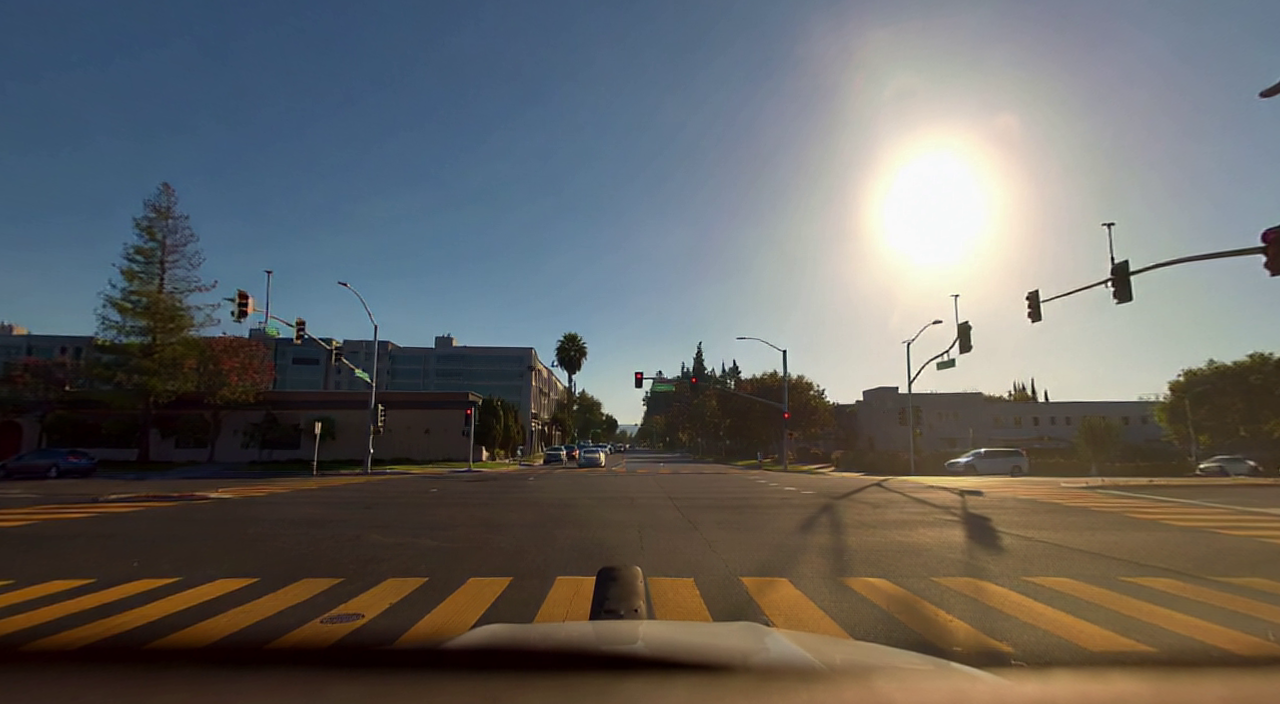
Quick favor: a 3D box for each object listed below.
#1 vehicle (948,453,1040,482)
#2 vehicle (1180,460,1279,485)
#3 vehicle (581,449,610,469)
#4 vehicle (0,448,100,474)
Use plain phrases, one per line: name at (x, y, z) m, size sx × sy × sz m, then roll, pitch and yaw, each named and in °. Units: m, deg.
vehicle at (21.088, 6.874, 37.580) m, size 4.447 × 1.623 × 1.801 m, roll 0°, pitch -9°, yaw -3°
vehicle at (36.213, 7.312, 38.297) m, size 4.976 × 1.428 × 1.929 m, roll 0°, pitch -8°, yaw -2°
vehicle at (-3.463, 8.372, 49.301) m, size 1.908 × 1.441 × 4.142 m, roll 0°, pitch -8°, yaw 1°
vehicle at (-35.151, 6.417, 37.171) m, size 4.741 × 1.447 × 1.807 m, roll 0°, pitch -9°, yaw 0°
